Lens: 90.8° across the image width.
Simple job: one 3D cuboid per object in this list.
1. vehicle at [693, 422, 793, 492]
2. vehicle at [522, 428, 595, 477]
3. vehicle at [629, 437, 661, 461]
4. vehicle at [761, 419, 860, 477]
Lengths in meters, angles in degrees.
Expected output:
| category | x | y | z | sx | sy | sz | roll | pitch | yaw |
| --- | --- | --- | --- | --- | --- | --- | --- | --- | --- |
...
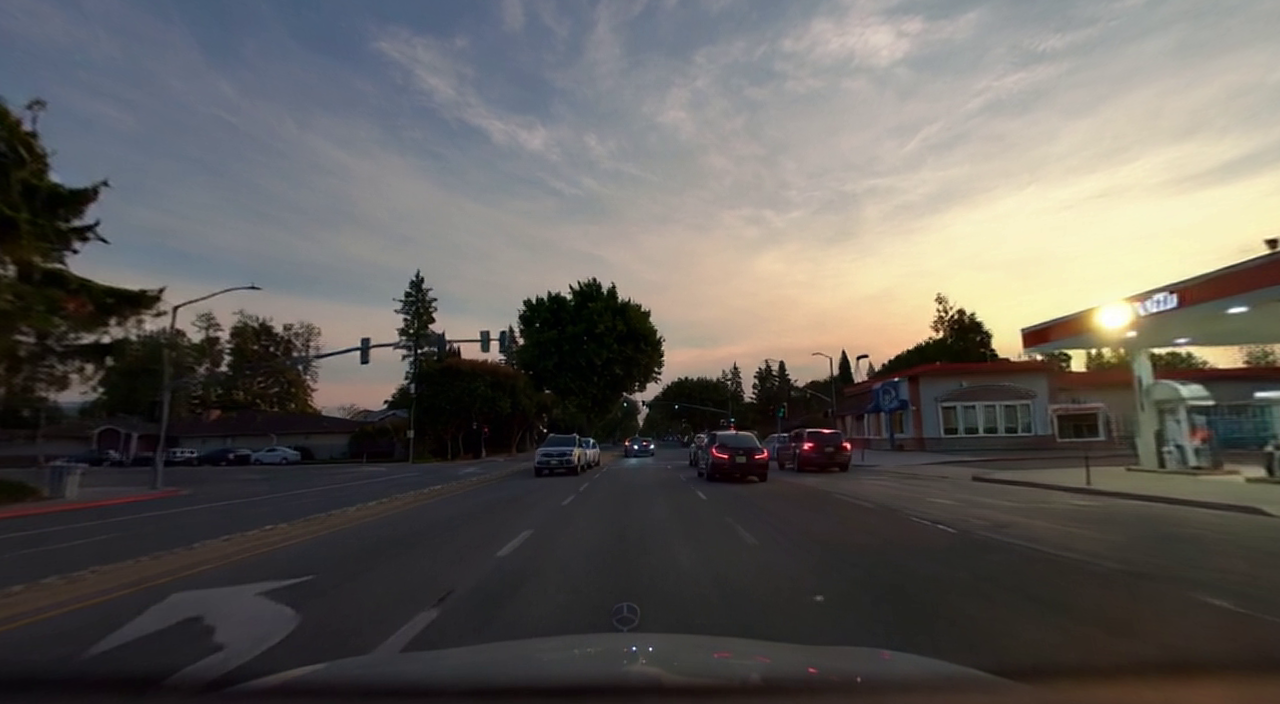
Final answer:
| category | x | y | z | sx | sy | sz | roll | pitch | yaw |
| --- | --- | --- | --- | --- | --- | --- | --- | --- | --- |
| vehicle | 2.870 | 3.076 | 18.825 | 2.140 | 1.800 | 4.660 | 0 | -8 | -1 |
| vehicle | -3.215 | 4.089 | 25.935 | 2.261 | 1.820 | 4.255 | 0 | -8 | 2 |
| vehicle | 0.332 | 6.924 | 45.114 | 2.131 | 1.665 | 3.926 | 0 | -8 | -2 |
| vehicle | 7.008 | 4.038 | 26.786 | 2.510 | 2.176 | 5.527 | 0 | -8 | -2 |
